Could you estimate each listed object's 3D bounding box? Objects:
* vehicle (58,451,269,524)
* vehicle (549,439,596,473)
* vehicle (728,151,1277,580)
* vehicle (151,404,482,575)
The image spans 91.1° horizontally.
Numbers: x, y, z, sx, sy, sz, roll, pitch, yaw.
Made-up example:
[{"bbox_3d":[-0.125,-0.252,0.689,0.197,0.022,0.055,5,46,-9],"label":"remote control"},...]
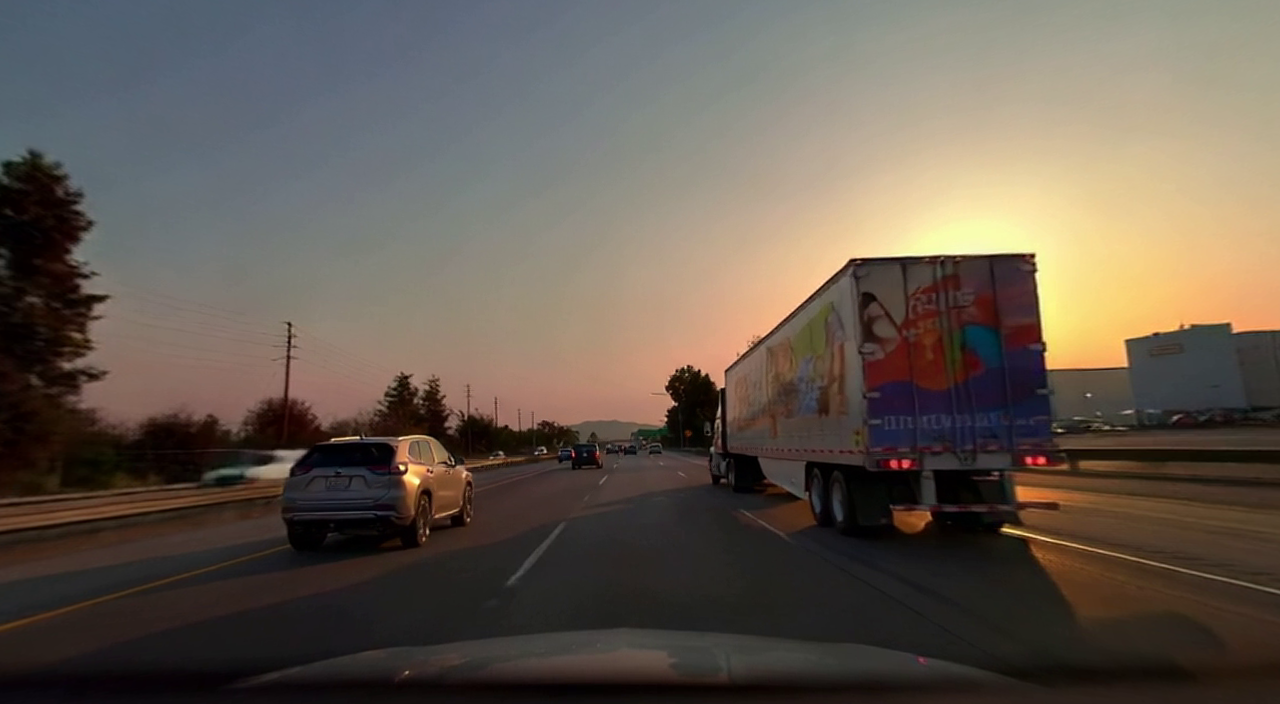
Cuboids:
[{"bbox_3d":[-12.367,3.498,16.819,2.173,1.625,4.459,0,-9,-1],"label":"vehicle"},{"bbox_3d":[-3.684,5.764,35.084,2.139,1.716,4.530,0,-9,0],"label":"vehicle"},{"bbox_3d":[4.401,1.069,13.042,2.998,4.236,13.886,0,-9,0],"label":"vehicle"},{"bbox_3d":[-3.957,1.786,8.926,2.202,1.760,4.617,0,-9,0],"label":"vehicle"}]
